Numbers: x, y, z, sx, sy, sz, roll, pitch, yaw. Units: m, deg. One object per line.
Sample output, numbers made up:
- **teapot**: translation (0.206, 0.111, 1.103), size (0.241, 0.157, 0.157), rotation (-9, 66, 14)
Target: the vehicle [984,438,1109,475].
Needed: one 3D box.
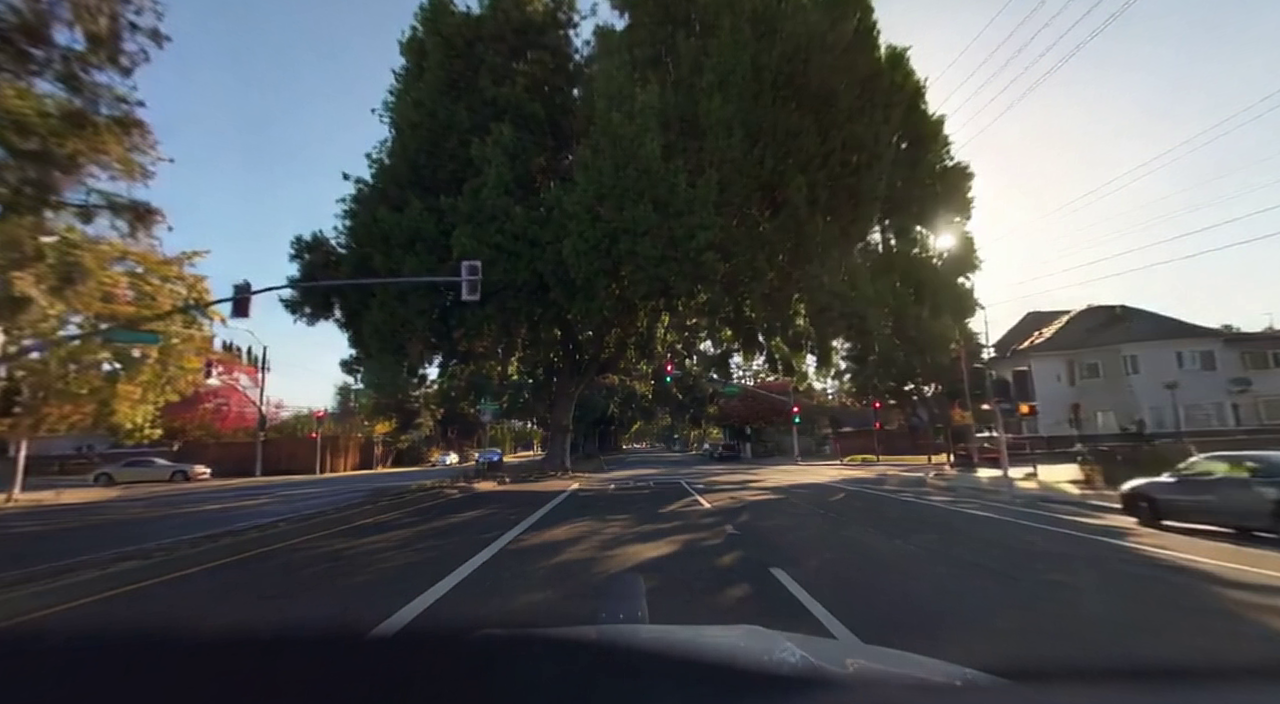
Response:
- **vehicle**: translation (18.577, 4.774, 29.045), size (4.357, 1.461, 1.927), rotation (-2, -8, 2)

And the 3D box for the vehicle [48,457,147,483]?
- **vehicle**: translation (-33.075, 7.171, 38.596), size (4.404, 1.486, 1.791), rotation (0, -9, 0)

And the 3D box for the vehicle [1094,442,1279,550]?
- **vehicle**: translation (9.807, 2.145, 9.782), size (1.918, 1.483, 4.813), rotation (0, -8, -1)

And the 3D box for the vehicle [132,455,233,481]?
- **vehicle**: translation (-27.975, 7.097, 38.719), size (4.665, 1.494, 1.850), rotation (0, -9, -3)

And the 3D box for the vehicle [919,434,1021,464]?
- **vehicle**: translation (20.224, 5.967, 38.853), size (5.021, 1.780, 2.191), rotation (0, -9, -3)
